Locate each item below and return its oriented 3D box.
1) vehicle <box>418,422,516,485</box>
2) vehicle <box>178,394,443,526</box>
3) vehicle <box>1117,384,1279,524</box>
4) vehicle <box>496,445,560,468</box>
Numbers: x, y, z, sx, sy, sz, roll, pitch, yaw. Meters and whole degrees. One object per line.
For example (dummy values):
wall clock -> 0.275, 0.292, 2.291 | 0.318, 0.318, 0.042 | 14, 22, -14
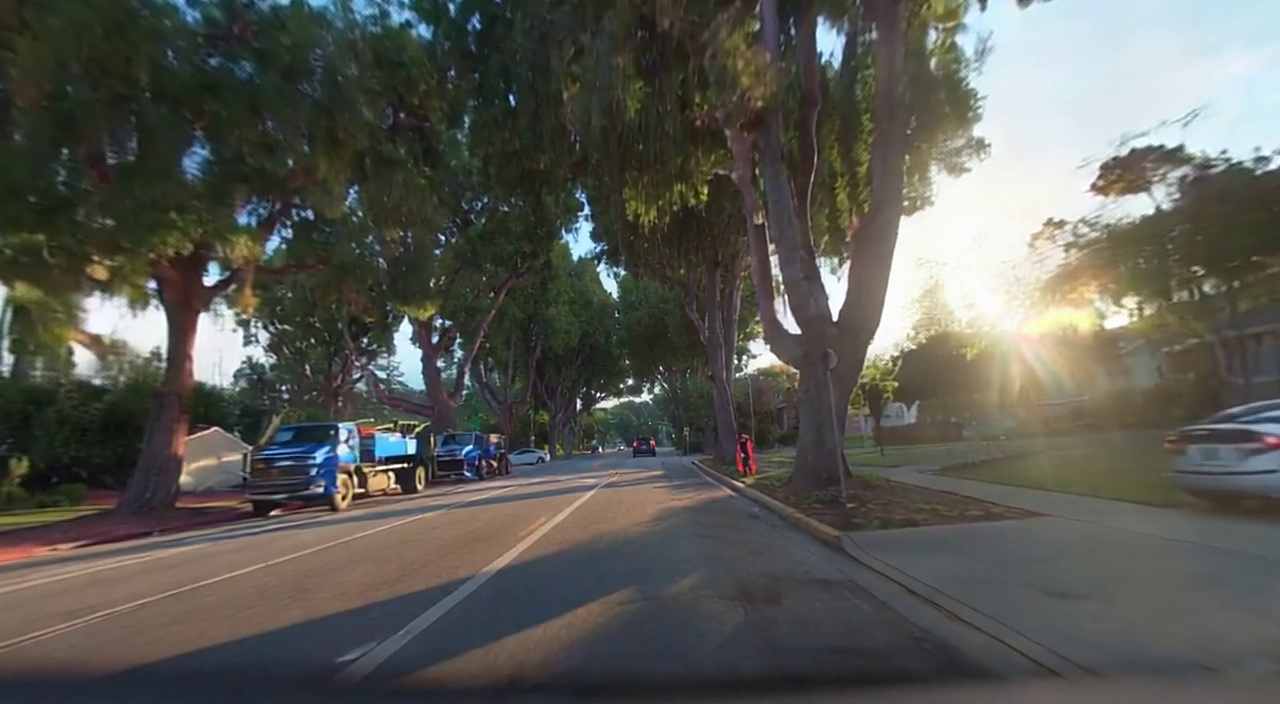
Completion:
vehicle -> -8.872, 5.283, 33.289 | 2.816, 2.723, 7.506 | -4, -8, 1
vehicle -> -9.267, 3.206, 19.745 | 2.970, 3.068, 9.784 | 0, -8, 0
vehicle -> 8.715, 1.133, 7.296 | 4.623, 1.420, 1.996 | -1, -8, 5
vehicle -> -8.669, 8.081, 48.957 | 4.594, 1.696, 1.971 | 0, -8, 0
